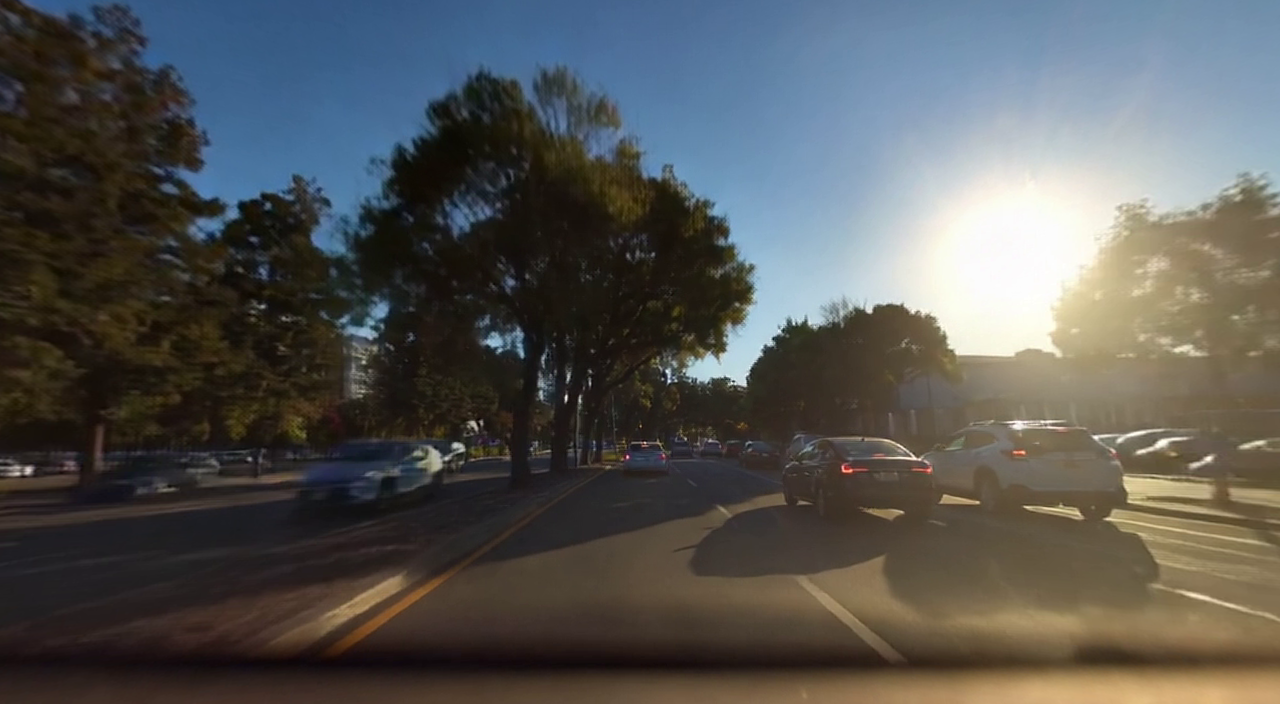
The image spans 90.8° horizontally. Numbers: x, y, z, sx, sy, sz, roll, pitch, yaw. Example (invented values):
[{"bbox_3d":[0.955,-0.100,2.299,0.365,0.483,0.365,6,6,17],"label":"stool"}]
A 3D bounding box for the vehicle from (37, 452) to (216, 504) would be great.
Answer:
[{"bbox_3d":[-16.861,4.110,21.155,1.982,1.481,4.706,0,-9,1],"label":"vehicle"}]

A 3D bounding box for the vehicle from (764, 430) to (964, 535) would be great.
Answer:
[{"bbox_3d":[3.571,2.152,11.045,1.858,1.466,4.230,0,-9,-1],"label":"vehicle"}]

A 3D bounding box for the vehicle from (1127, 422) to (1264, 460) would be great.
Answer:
[{"bbox_3d":[32.803,5.291,37.466,5.507,1.925,2.533,-3,-9,2],"label":"vehicle"}]

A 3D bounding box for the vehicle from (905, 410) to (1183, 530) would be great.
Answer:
[{"bbox_3d":[7.147,2.146,11.997,2.134,1.810,4.590,0,-9,-1],"label":"vehicle"}]

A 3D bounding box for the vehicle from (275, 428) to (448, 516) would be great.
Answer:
[{"bbox_3d":[-5.699,2.487,13.542,1.887,1.582,3.915,0,-9,0],"label":"vehicle"}]

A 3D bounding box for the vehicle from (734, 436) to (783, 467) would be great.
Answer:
[{"bbox_3d":[7.255,6.144,39.116,2.068,1.779,4.567,0,-9,-1],"label":"vehicle"}]

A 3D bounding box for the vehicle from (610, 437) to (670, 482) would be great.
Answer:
[{"bbox_3d":[0.011,3.871,22.991,1.994,1.479,3.647,0,-9,0],"label":"vehicle"}]
